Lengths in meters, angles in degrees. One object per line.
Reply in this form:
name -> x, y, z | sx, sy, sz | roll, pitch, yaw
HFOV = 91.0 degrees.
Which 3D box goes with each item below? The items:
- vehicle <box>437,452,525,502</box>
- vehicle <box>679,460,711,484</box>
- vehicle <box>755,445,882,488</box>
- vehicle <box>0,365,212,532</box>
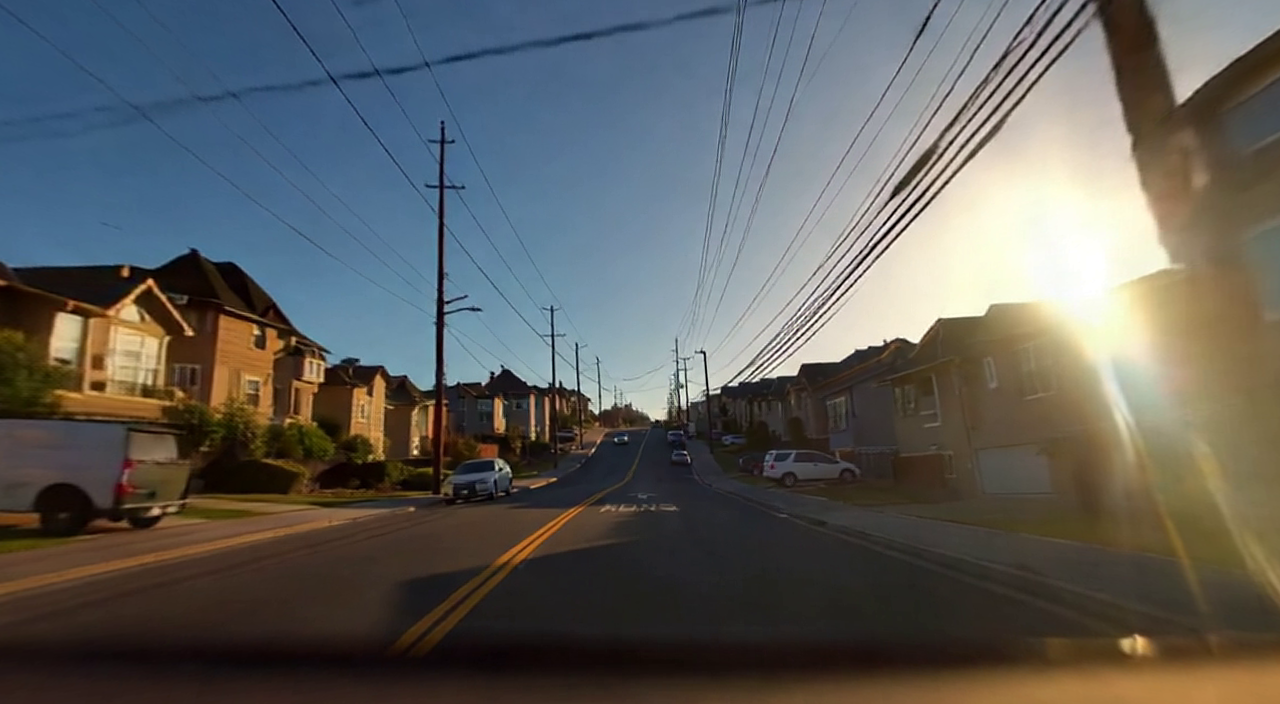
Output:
vehicle -> -6.234, 5.041, 25.285 | 2.156, 1.764, 4.410 | -2, -12, 3
vehicle -> 3.707, 8.195, 43.116 | 2.063, 1.503, 4.415 | 0, -10, 3
vehicle -> 8.604, 5.547, 30.751 | 5.512, 1.846, 2.115 | -2, -8, 2
vehicle -> -12.486, 2.110, 12.799 | 5.503, 2.906, 2.584 | -3, -14, 0
